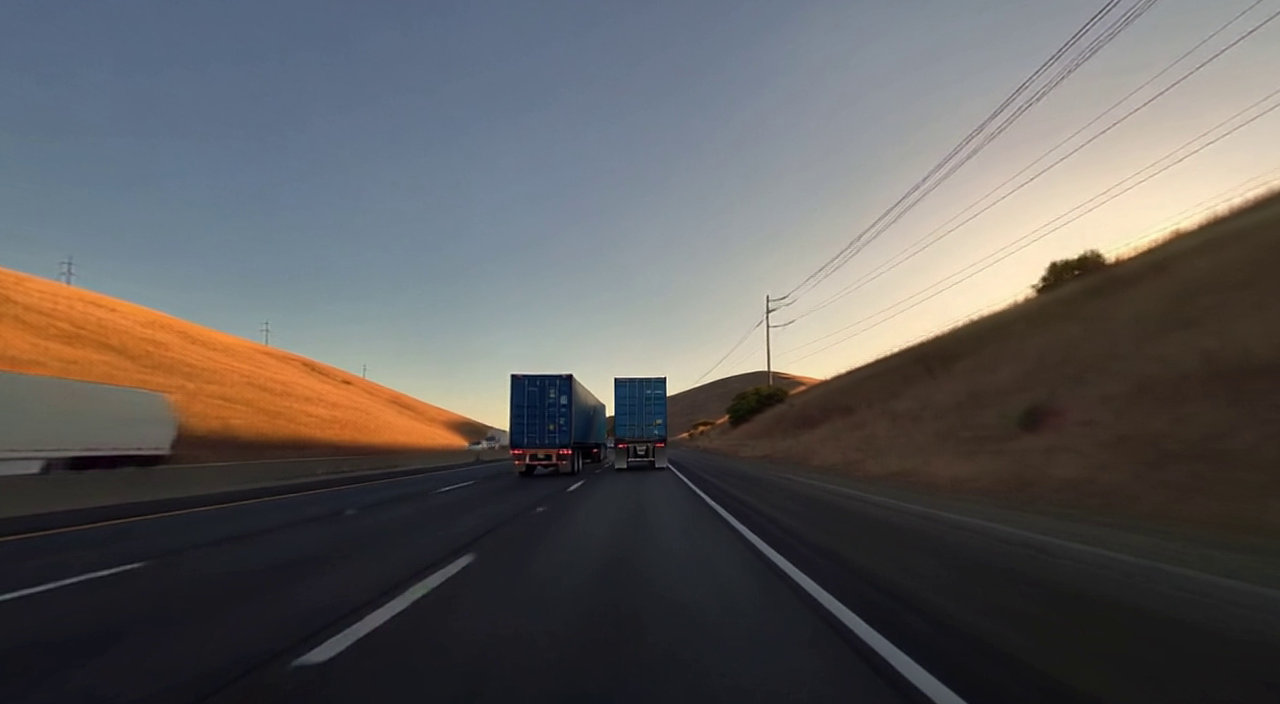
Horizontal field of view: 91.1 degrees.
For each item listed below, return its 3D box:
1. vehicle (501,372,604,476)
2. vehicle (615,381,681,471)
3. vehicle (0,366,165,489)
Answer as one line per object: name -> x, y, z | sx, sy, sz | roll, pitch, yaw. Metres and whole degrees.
vehicle -> -3.832, 3.808, 31.783 | 3.065, 4.105, 13.706 | 0, -8, 1
vehicle -> 0.231, 4.214, 34.601 | 3.006, 4.120, 11.586 | 0, -8, -1
vehicle -> -21.962, 2.422, 20.075 | 2.942, 3.909, 13.487 | 0, -8, 0
